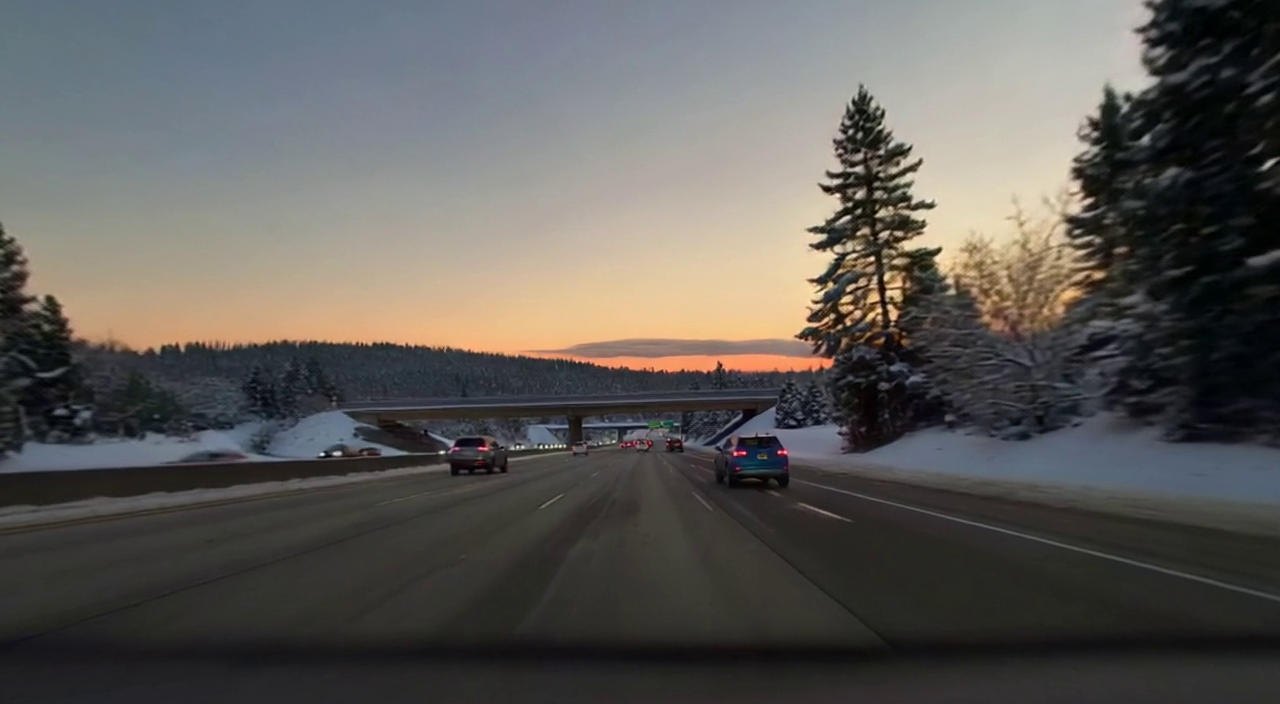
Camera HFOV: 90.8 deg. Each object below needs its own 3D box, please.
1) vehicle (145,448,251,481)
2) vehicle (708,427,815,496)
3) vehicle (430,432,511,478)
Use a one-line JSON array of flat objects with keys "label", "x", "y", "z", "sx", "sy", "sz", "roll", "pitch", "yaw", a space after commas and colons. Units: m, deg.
[{"label": "vehicle", "x": -21.846, "y": 5.553, "z": 31.537, "sx": 1.818, "sy": 1.484, "sz": 4.785, "roll": 0, "pitch": -9, "yaw": 0}, {"label": "vehicle", "x": 3.374, "y": 3.166, "z": 18.618, "sx": 2.185, "sy": 1.749, "sz": 4.477, "roll": 0, "pitch": -9, "yaw": -1}, {"label": "vehicle", "x": -7.464, "y": 4.595, "z": 28.399, "sx": 2.193, "sy": 1.818, "sz": 4.995, "roll": 0, "pitch": -9, "yaw": 1}]
